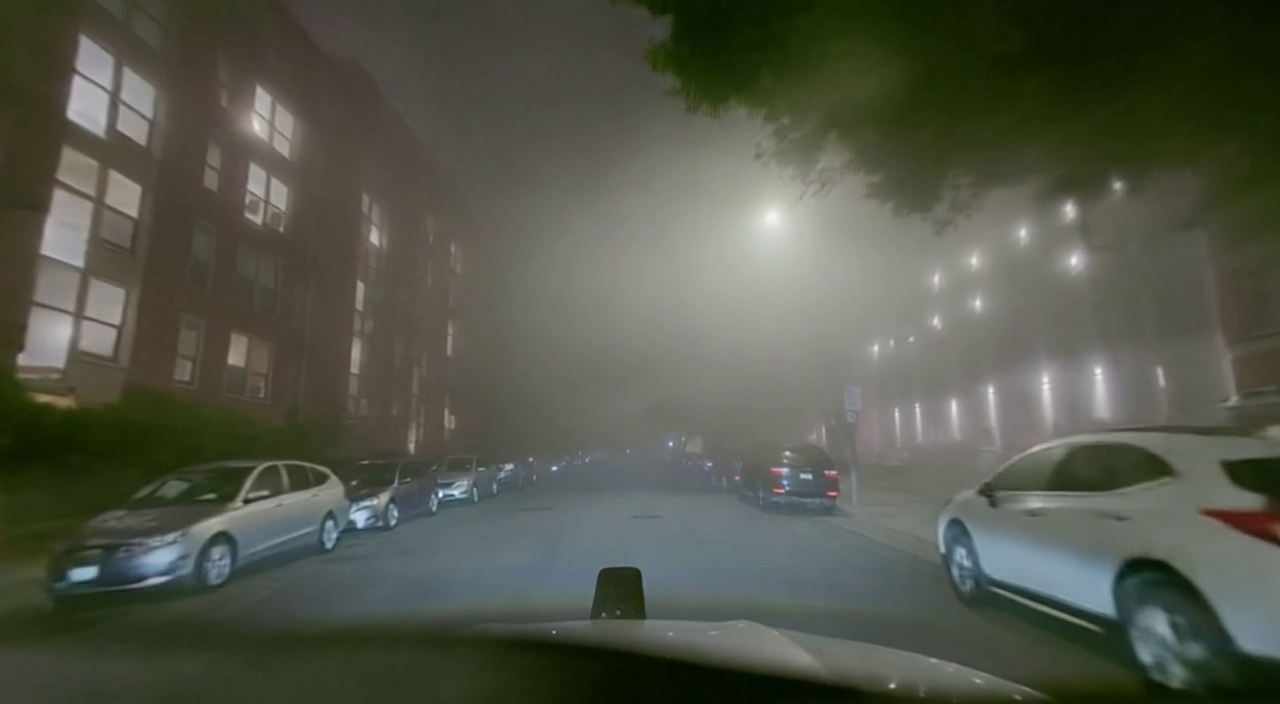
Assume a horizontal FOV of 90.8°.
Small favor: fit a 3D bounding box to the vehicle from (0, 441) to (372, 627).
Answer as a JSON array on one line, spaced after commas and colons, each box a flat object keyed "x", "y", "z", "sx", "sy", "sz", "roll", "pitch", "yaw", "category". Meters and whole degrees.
[{"x": -5.375, "y": 1.989, "z": 7.970, "sx": 2.033, "sy": 1.532, "sz": 4.823, "roll": -3, "pitch": -9, "yaw": -2, "category": "vehicle"}]

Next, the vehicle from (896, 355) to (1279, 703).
[{"x": 3.742, "y": 1.141, "z": 4.172, "sx": 2.043, "sy": 1.766, "sz": 4.846, "roll": 0, "pitch": -9, "yaw": 0, "category": "vehicle"}]

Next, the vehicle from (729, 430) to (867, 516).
[{"x": 3.751, "y": 2.984, "z": 16.073, "sx": 2.082, "sy": 1.809, "sz": 4.998, "roll": 0, "pitch": -9, "yaw": -2, "category": "vehicle"}]

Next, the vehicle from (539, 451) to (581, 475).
[{"x": -5.121, "y": 7.169, "z": 41.001, "sx": 2.080, "sy": 1.458, "sz": 4.511, "roll": 0, "pitch": -9, "yaw": 1, "category": "vehicle"}]
